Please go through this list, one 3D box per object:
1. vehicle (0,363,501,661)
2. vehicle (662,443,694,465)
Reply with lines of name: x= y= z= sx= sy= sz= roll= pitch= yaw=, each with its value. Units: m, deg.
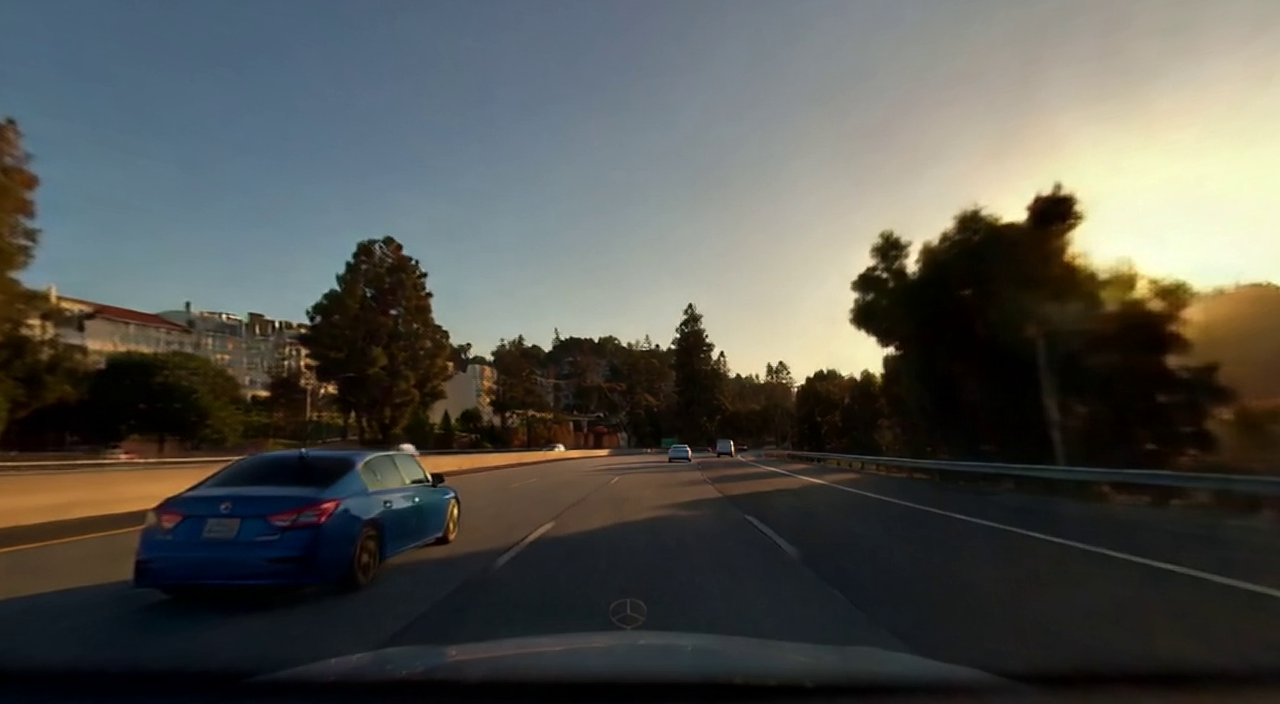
vehicle: x=-3.090 y=1.336 z=6.368 sx=2.185 sy=1.823 sz=4.854 roll=0 pitch=-9 yaw=1
vehicle: x=2.699 y=7.209 z=44.753 sx=2.158 sy=1.458 sz=3.656 roll=-1 pitch=-9 yaw=4
